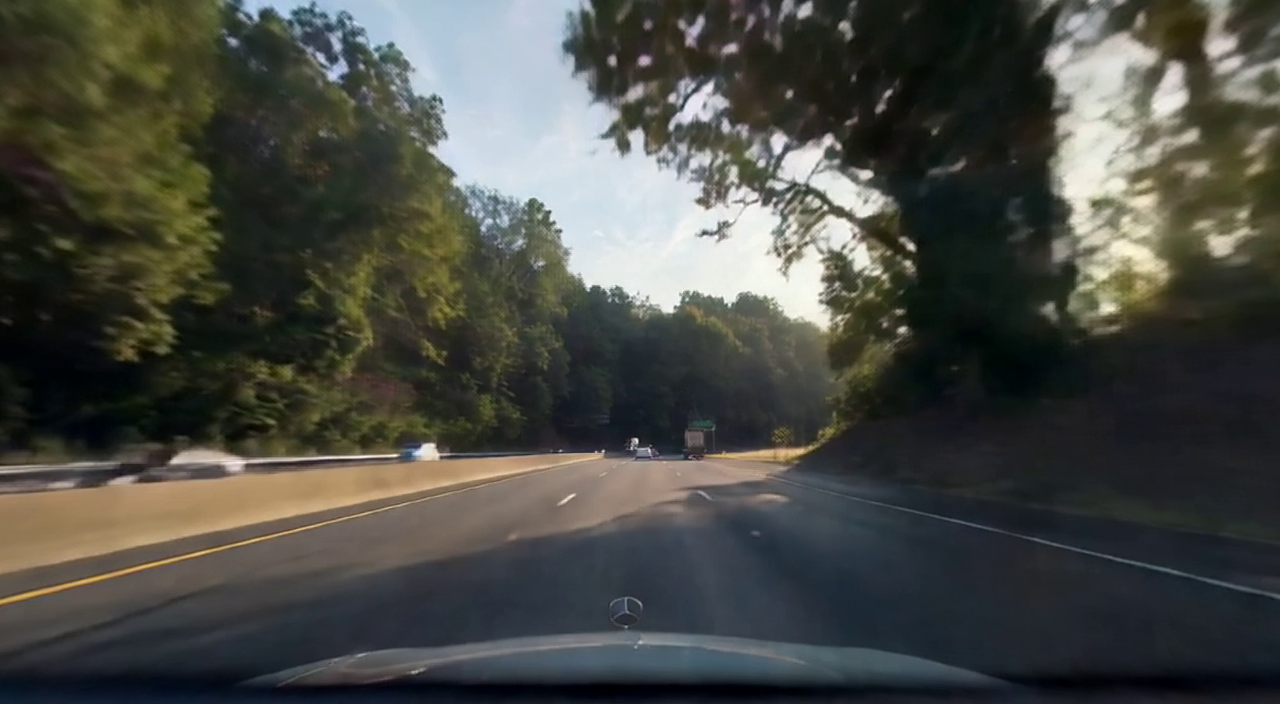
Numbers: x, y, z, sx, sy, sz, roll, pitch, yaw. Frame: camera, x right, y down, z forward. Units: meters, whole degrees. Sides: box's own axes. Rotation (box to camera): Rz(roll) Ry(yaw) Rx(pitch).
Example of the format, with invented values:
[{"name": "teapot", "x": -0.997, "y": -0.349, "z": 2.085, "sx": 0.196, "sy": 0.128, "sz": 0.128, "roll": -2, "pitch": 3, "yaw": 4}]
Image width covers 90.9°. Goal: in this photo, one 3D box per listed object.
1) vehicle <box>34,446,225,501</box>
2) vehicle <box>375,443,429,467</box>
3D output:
[{"name": "vehicle", "x": -15.876, "y": 3.776, "z": 20.055, "sx": 1.942, "sy": 1.504, "sz": 4.894, "roll": 0, "pitch": -9, "yaw": 1}, {"name": "vehicle", "x": -18.652, "y": 8.100, "z": 49.703, "sx": 2.144, "sy": 1.802, "sz": 4.976, "roll": 0, "pitch": -9, "yaw": 2}]
